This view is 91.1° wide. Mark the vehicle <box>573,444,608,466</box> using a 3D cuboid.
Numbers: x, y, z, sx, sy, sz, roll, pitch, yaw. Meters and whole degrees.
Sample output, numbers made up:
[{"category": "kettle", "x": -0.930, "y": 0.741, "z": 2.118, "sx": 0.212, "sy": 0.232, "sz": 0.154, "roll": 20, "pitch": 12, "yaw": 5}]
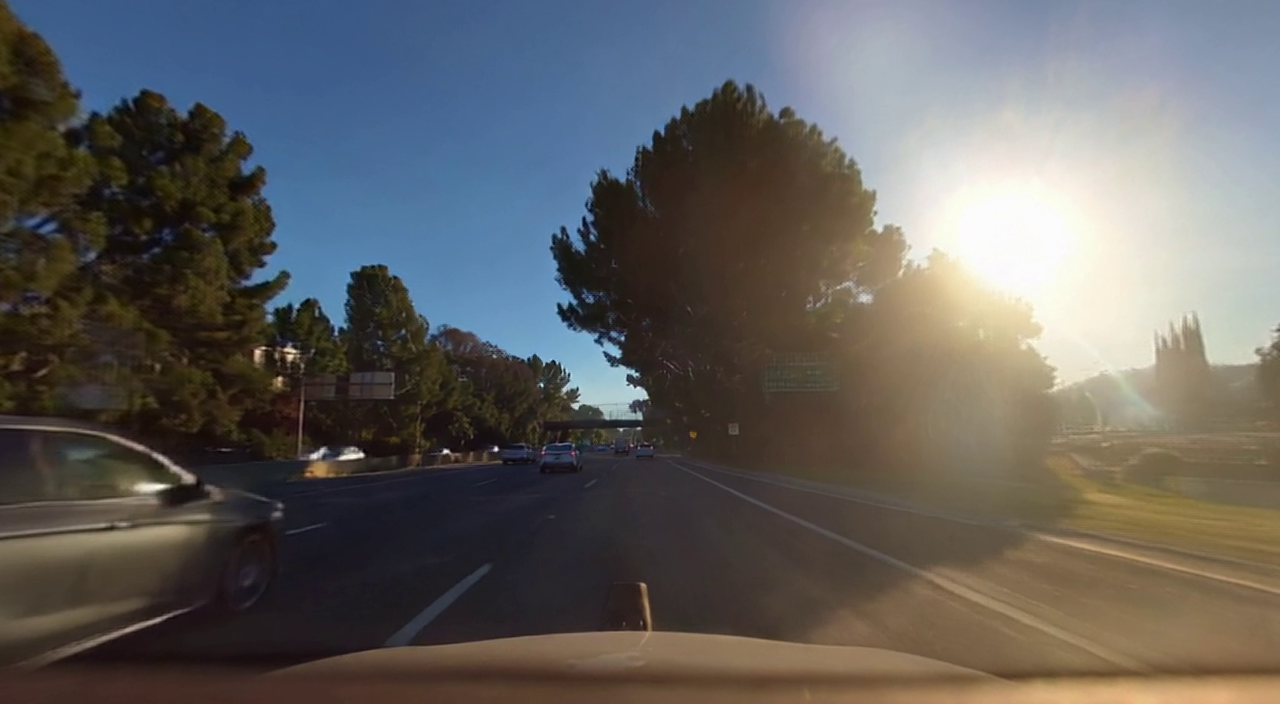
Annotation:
[{"category": "vehicle", "x": -3.336, "y": 6.981, "z": 42.815, "sx": 2.055, "sy": 1.431, "sz": 3.921, "roll": 0, "pitch": -8, "yaw": 0}]

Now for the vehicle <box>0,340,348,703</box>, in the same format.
[{"category": "vehicle", "x": -3.501, "y": 0.828, "z": 2.632, "sx": 2.040, "sy": 1.672, "sz": 5.122, "roll": 0, "pitch": -8, "yaw": 1}]

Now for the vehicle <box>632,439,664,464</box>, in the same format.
[{"category": "vehicle", "x": 0.570, "y": 7.421, "z": 46.987, "sx": 2.285, "sy": 1.797, "sz": 4.478, "roll": 0, "pitch": -8, "yaw": 0}]

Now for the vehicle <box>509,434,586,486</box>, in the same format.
[{"category": "vehicle", "x": -3.164, "y": 3.801, "z": 22.441, "sx": 2.056, "sy": 1.679, "sz": 4.204, "roll": 0, "pitch": -8, "yaw": 1}]
